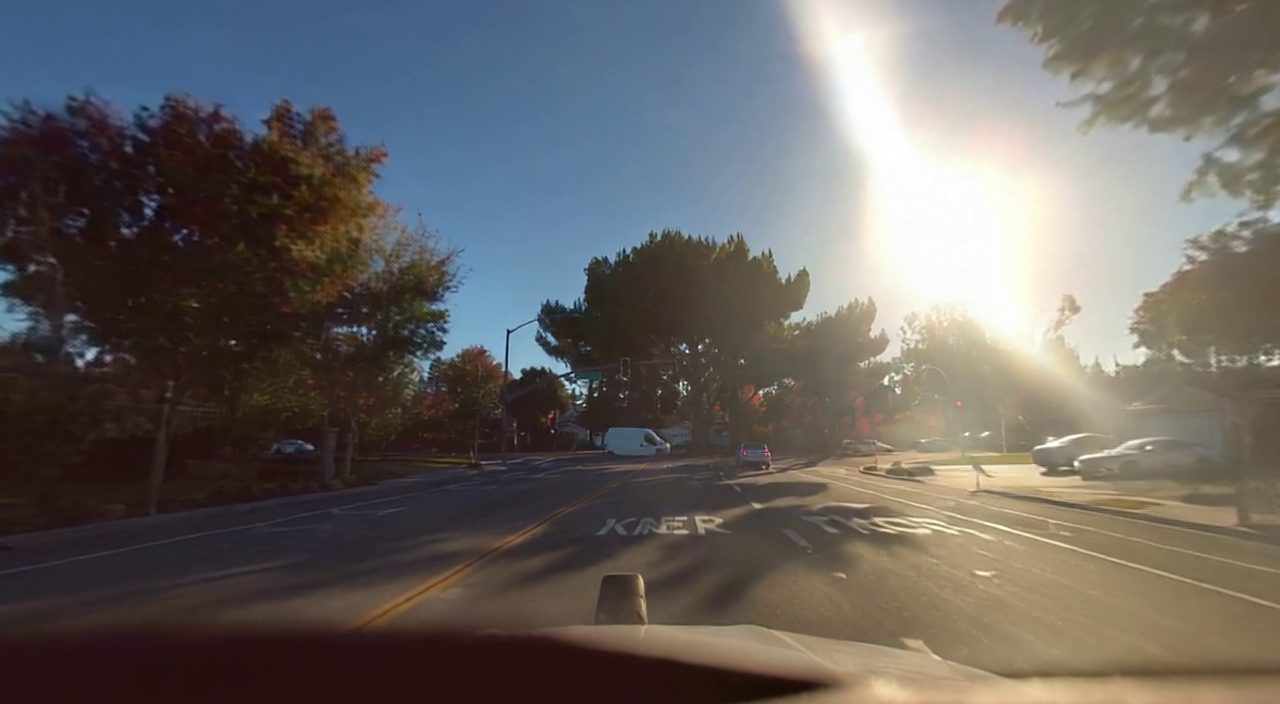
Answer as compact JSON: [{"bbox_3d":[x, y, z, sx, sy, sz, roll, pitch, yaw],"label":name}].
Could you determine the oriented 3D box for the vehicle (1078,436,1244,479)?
[{"bbox_3d":[18.356,3.728,22.451,4.104,1.449,1.896,-1,-8,3],"label":"vehicle"}]

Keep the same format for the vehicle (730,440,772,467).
[{"bbox_3d":[6.474,5.958,37.214,1.947,1.485,4.336,-1,-8,4],"label":"vehicle"}]
